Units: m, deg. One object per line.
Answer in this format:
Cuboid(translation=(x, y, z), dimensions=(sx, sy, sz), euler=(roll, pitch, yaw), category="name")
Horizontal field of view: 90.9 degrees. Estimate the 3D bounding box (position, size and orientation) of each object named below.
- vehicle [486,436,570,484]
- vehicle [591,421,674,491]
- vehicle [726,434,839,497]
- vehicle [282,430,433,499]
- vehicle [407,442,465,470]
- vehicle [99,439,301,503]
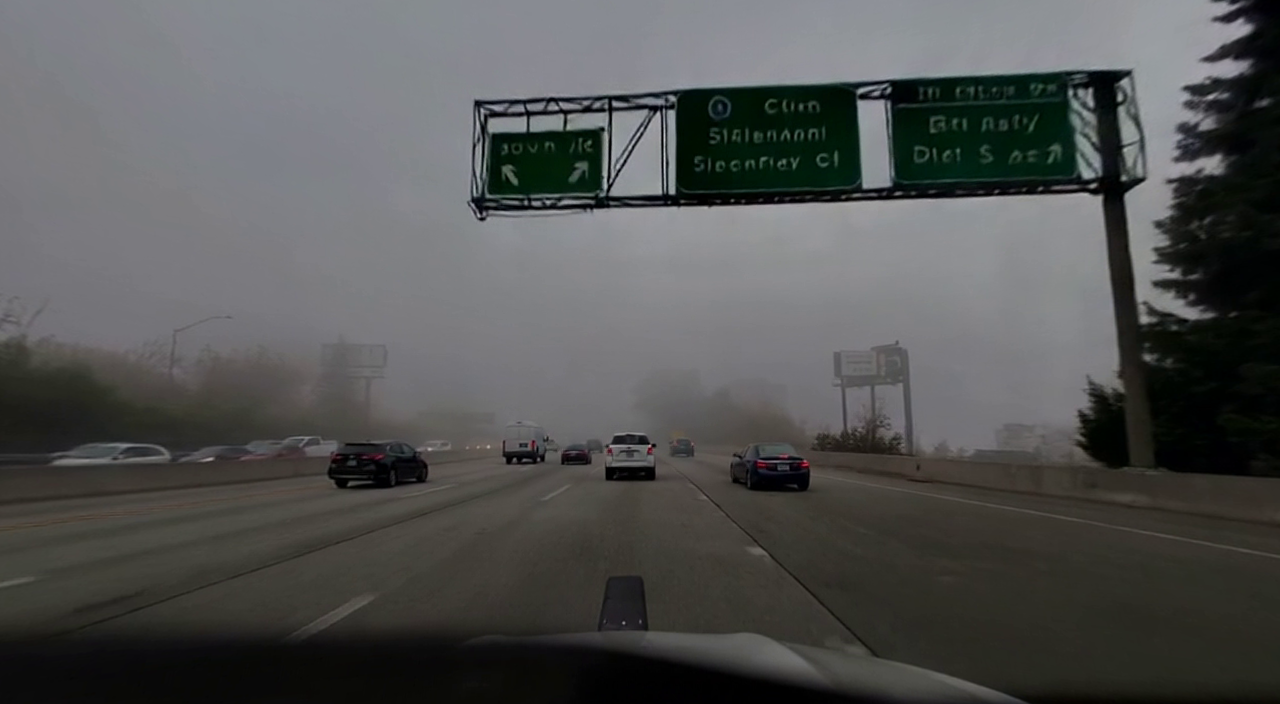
Cuboid(translation=(-3.841, 3.794, 22.488), dimensions=(2.079, 1.499, 4.512), euler=(0, -8, 1), category="vehicle")
Cuboid(translation=(-0.230, 3.119, 19.272), dimensions=(2.209, 1.863, 4.626), euler=(0, -8, -1), category="vehicle")
Cuboid(translation=(3.702, 3.027, 17.283), dimensions=(1.942, 1.487, 4.518), euler=(0, -8, -1), category="vehicle")
Cuboid(translation=(-7.444, 3.001, 17.233), dimensions=(2.021, 1.632, 4.417), euler=(0, -8, 1), category="vehicle")
Cuboid(translation=(-11.442, 5.810, 35.578), dimensions=(1.923, 1.480, 3.905), euler=(0, -8, 0), category="vehicle")
Cuboid(translation=(-11.228, 3.034, 16.616), dimensions=(1.970, 1.441, 4.555), euler=(0, -8, 1), category="vehicle")
